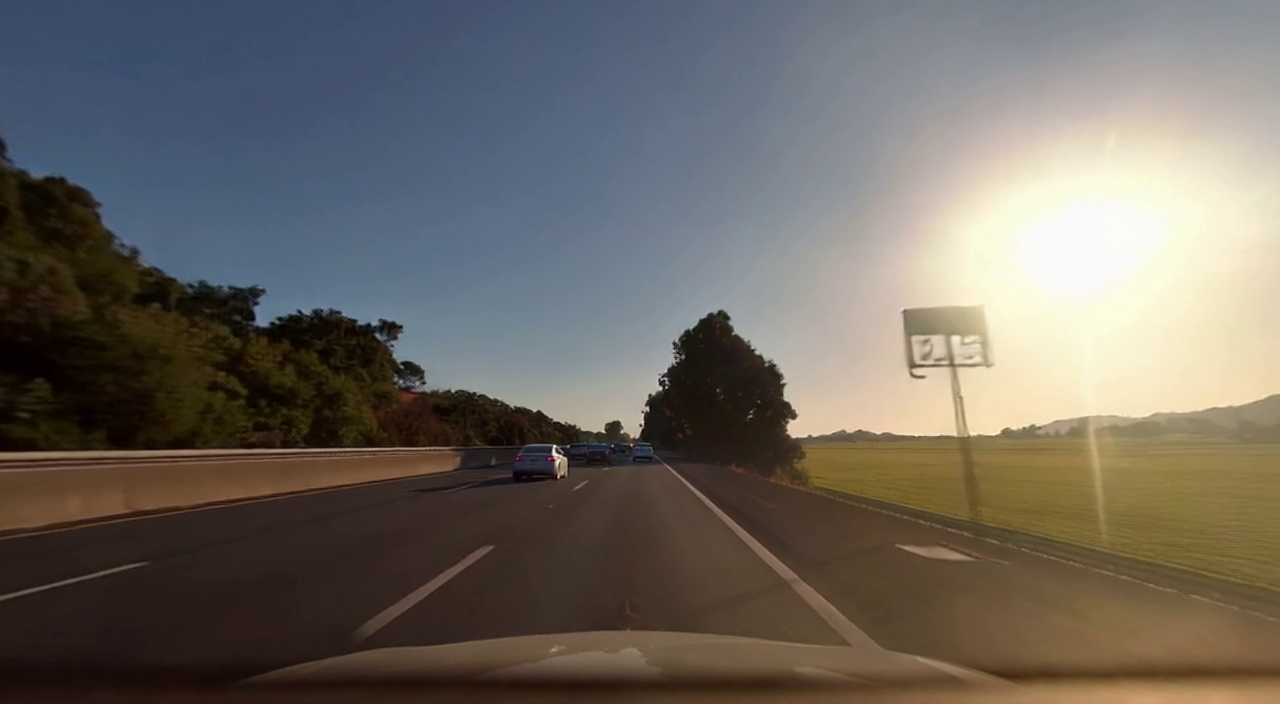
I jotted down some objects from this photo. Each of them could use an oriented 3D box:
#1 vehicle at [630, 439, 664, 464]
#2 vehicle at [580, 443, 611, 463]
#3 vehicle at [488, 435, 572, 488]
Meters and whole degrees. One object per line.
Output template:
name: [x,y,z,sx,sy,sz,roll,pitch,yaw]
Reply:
vehicle: [0.453,7.009,44.509,2.259,1.697,4.106,0,-8,0]
vehicle: [-3.468,7.904,49.743,2.066,1.497,4.253,0,-8,1]
vehicle: [-3.681,3.756,22.006,2.028,1.634,4.441,0,-8,1]
